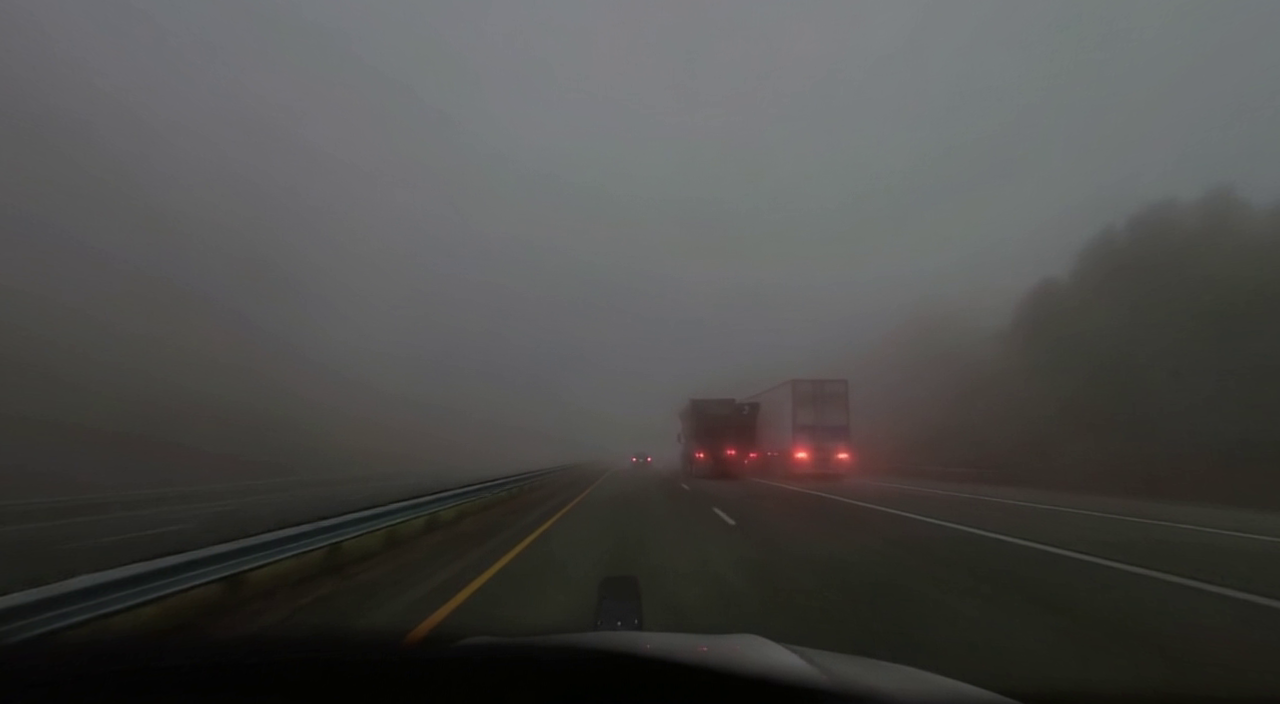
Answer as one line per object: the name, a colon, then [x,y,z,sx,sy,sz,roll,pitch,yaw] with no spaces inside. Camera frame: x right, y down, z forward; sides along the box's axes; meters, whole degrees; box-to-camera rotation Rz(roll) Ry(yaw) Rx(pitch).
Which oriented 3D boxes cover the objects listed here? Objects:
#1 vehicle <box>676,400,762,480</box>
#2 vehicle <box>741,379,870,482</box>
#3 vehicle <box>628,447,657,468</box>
vehicle: [3.535,4.293,30.264,2.859,3.332,7.735,0,-9,-2]
vehicle: [7.916,4.195,32.507,3.268,4.172,12.771,-1,-8,1]
vehicle: [0.174,8.025,47.658,2.083,1.473,3.923,0,-9,0]
